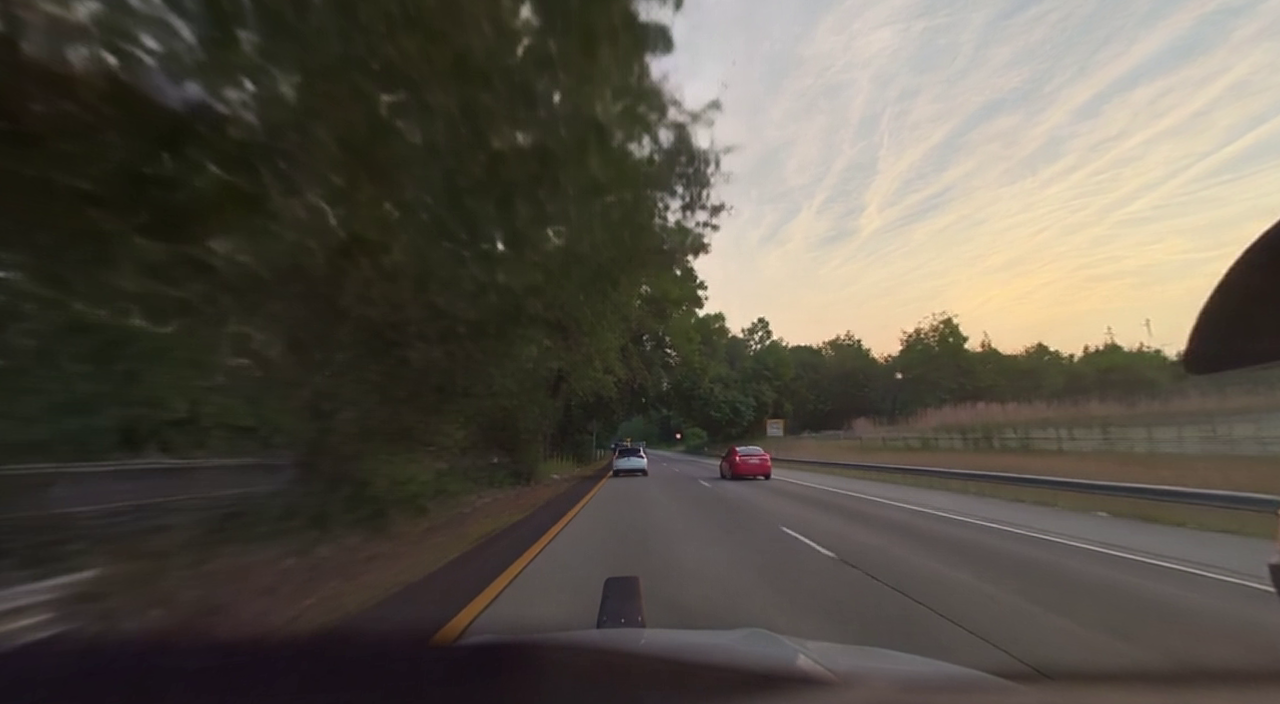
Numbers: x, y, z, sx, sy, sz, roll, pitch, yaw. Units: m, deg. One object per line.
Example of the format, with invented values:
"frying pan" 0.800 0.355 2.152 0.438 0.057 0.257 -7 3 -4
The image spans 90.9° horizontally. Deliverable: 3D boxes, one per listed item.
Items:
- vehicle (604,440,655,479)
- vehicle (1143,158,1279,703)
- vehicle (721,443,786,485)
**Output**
"vehicle" -0.448 4.799 28.276 2.120 1.575 4.018 0 -9 0
"vehicle" 4.675 -0.005 0.430 2.745 2.832 7.035 0 -9 0
"vehicle" 4.189 4.195 23.771 1.757 1.459 3.398 0 -9 -1
